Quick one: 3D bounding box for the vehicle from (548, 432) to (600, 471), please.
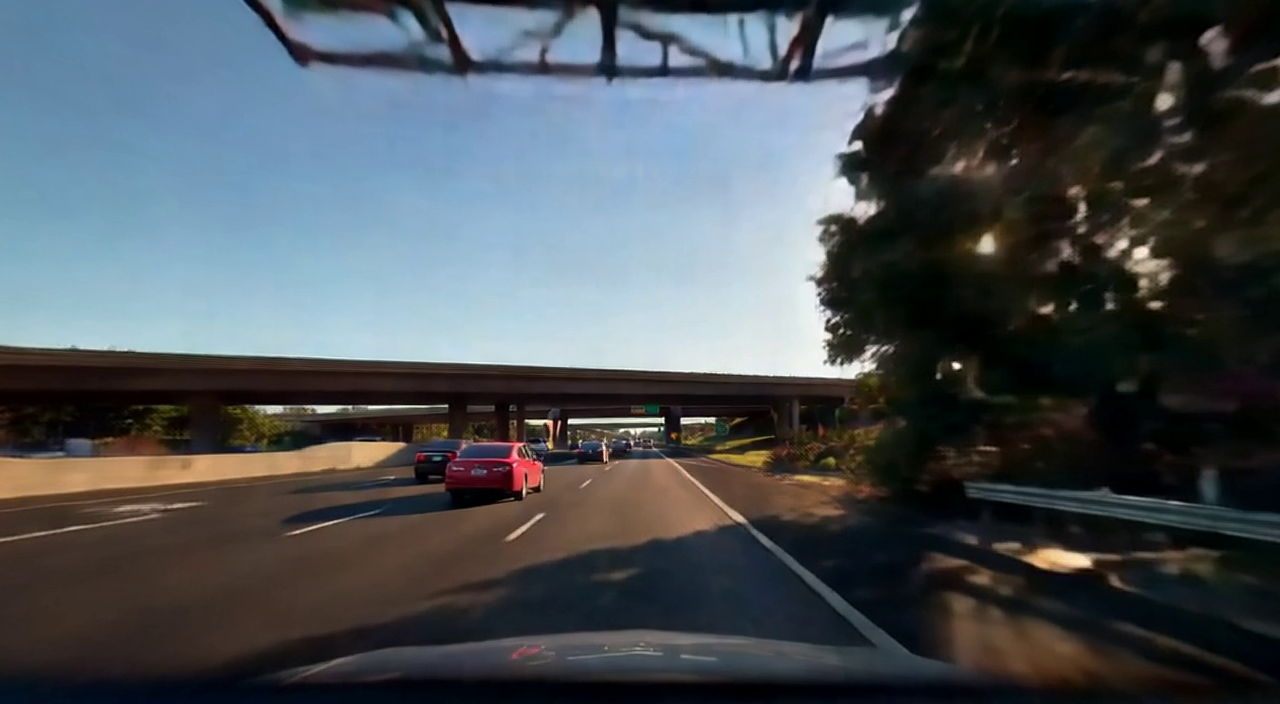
[{"bbox_3d":[-3.272,5.014,32.040,2.080,1.811,4.644,0,-8,1],"label":"vehicle"}]

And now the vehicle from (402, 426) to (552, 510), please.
[{"bbox_3d":[-3.539,2.627,14.767,2.210,1.628,4.586,0,-8,1],"label":"vehicle"}]

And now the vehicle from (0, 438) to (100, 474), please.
[{"bbox_3d":[-25.032,4.372,26.592,1.497,1.395,3.408,0,-8,-1],"label":"vehicle"}]
